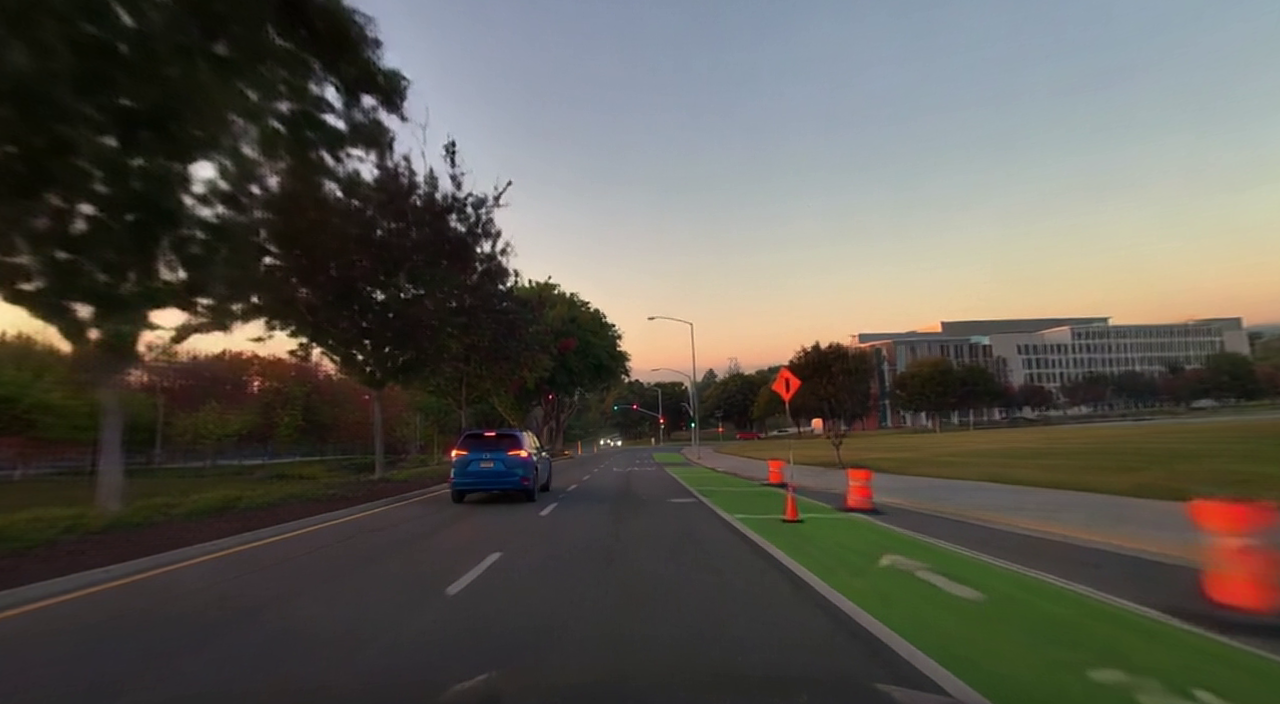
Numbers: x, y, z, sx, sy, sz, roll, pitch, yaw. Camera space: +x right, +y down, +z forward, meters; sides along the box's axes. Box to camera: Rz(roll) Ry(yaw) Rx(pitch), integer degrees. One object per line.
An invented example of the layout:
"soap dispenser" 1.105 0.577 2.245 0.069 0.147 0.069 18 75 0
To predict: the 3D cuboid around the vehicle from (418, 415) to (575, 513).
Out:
"vehicle" -2.902 2.419 14.064 2.339 1.790 4.629 -1 -8 1
